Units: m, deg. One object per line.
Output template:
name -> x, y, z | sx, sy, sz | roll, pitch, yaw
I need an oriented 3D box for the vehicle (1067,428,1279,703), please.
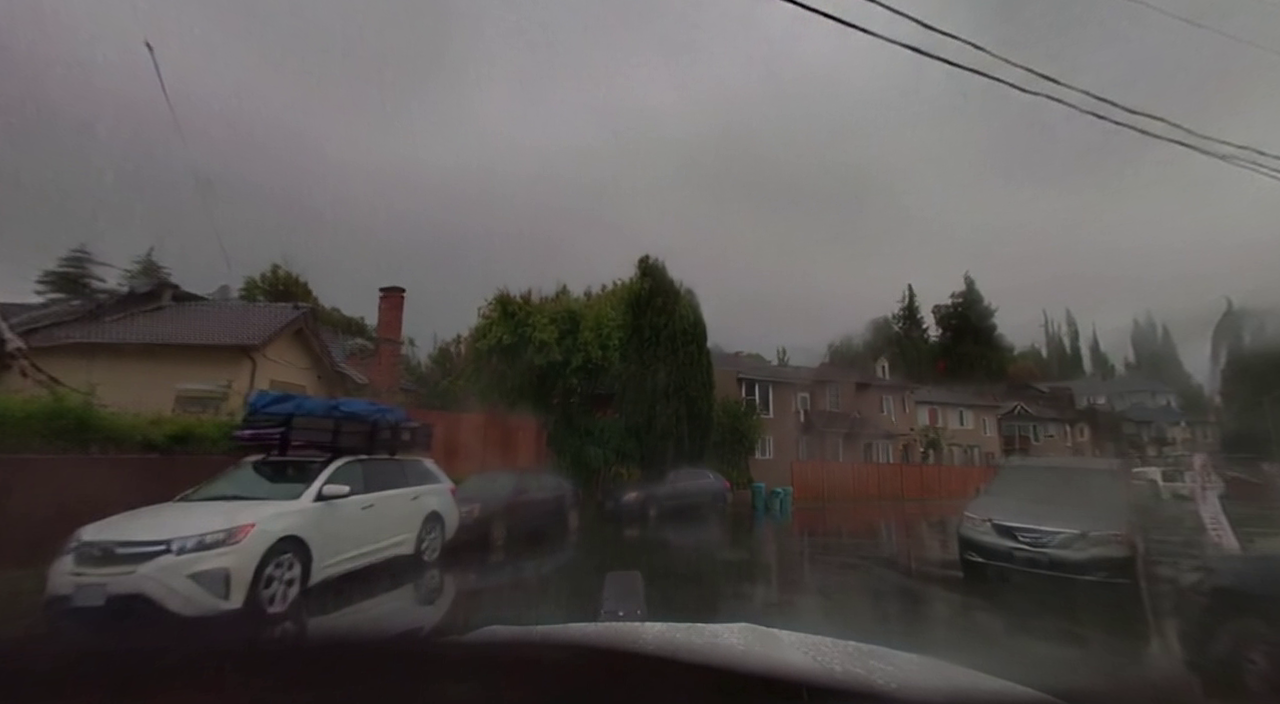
vehicle -> 3.668, 0.902, 1.540 | 1.910, 1.477, 4.569 | 0, -9, -2

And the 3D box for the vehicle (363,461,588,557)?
vehicle -> -2.918, 2.987, 12.477 | 1.943, 1.475, 4.701 | -6, -12, 19

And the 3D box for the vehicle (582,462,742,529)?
vehicle -> 0.704, 3.992, 18.076 | 4.217, 1.547, 2.082 | 7, -11, -39

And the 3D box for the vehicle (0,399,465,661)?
vehicle -> -3.896, 1.759, 6.926 | 2.247, 1.702, 5.043 | -4, -12, 4
